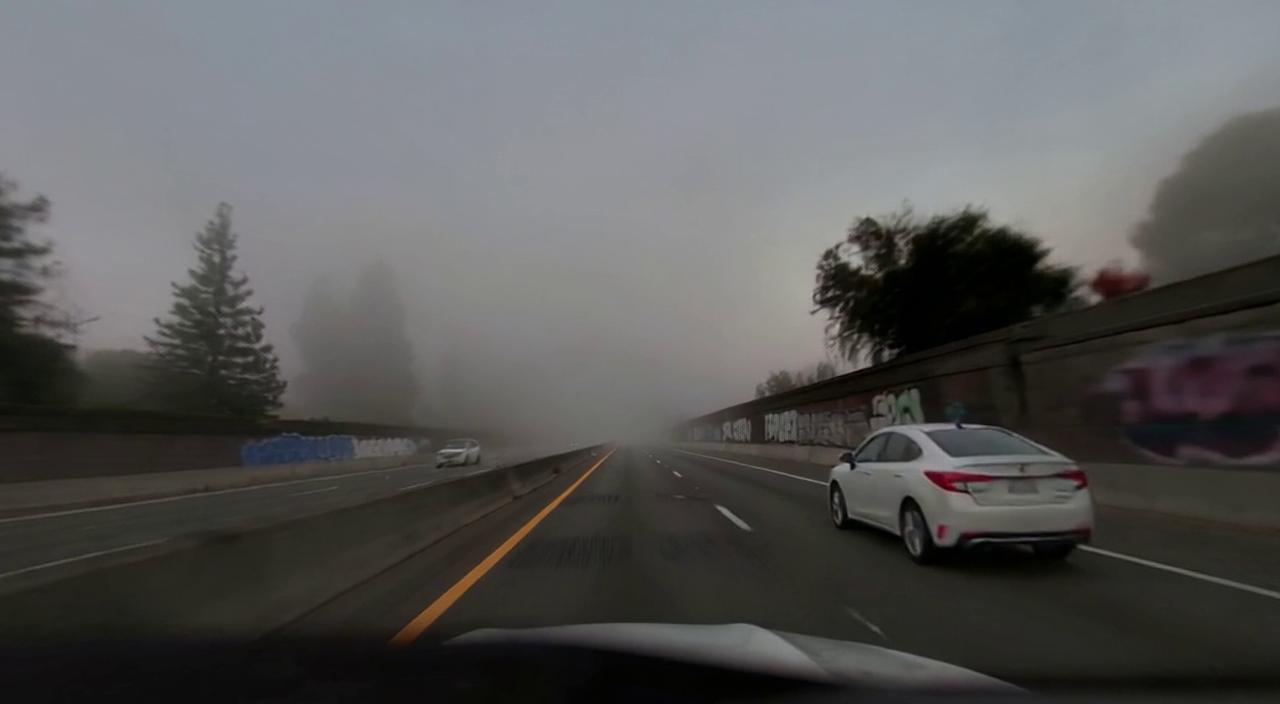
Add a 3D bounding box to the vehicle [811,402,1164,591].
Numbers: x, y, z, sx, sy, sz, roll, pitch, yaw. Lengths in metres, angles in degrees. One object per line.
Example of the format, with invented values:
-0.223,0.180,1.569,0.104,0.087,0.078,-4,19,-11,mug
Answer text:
3.412,1.450,7.136,1.841,1.556,3.618,0,-8,-1,vehicle
